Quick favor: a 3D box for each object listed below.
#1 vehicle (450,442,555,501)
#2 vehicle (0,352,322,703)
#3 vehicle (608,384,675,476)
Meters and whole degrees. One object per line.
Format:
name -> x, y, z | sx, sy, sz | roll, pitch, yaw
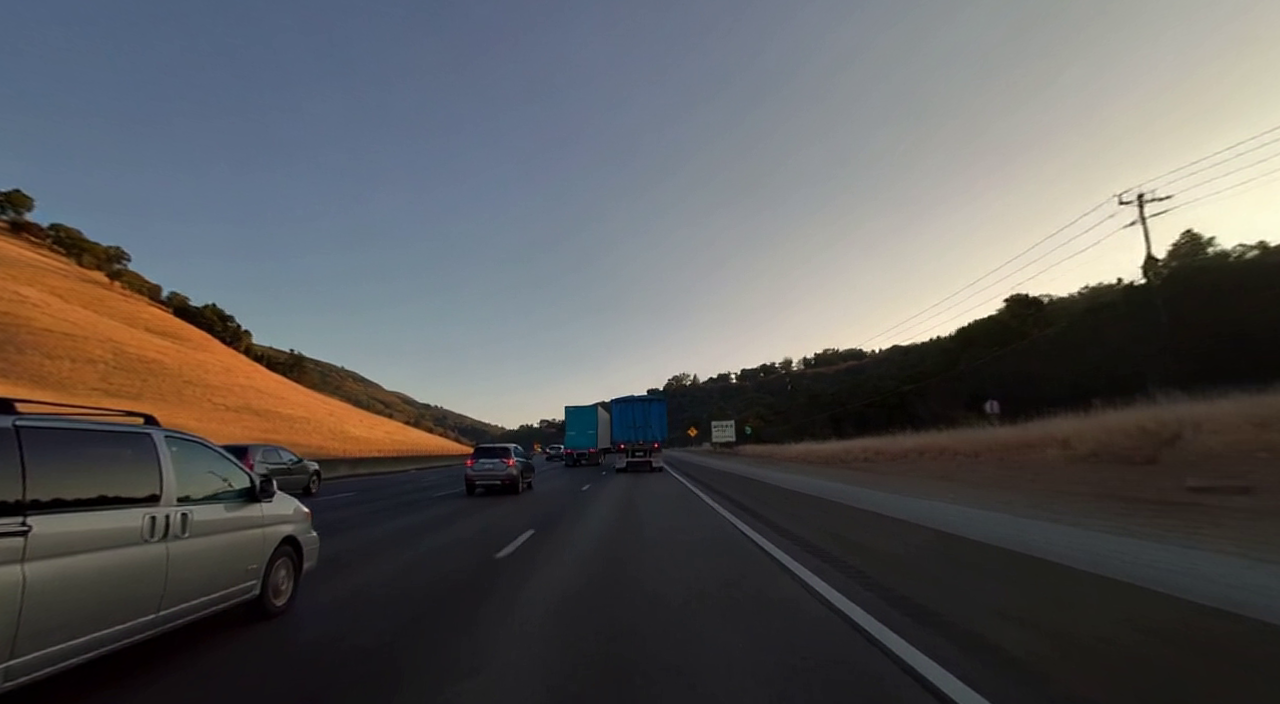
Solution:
vehicle -> -3.699, 3.279, 17.765 | 1.950, 1.446, 4.224 | 0, -8, 1
vehicle -> -4.071, 0.964, 3.382 | 2.136, 1.779, 4.875 | 0, -8, 1
vehicle -> 0.142, 4.193, 33.075 | 2.913, 3.988, 10.874 | 0, -8, 1
